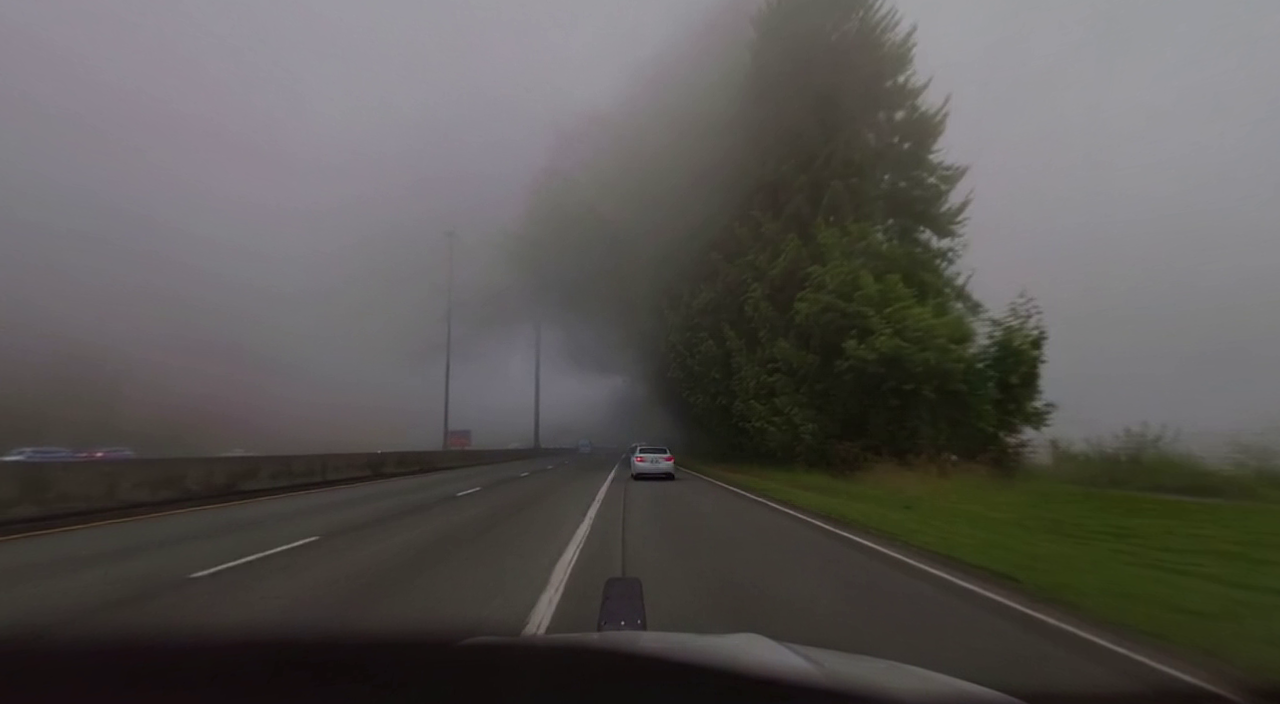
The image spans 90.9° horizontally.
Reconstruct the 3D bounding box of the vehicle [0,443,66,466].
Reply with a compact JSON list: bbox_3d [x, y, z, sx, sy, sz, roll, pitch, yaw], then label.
[{"bbox_3d":[-43.481,7.265,44.653,1.794,1.504,4.380,1,-9,-8],"label":"vehicle"}]

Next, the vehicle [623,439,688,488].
[{"bbox_3d":[0.414,3.664,21.010,1.960,1.456,3.818,0,-9,-2],"label":"vehicle"}]
